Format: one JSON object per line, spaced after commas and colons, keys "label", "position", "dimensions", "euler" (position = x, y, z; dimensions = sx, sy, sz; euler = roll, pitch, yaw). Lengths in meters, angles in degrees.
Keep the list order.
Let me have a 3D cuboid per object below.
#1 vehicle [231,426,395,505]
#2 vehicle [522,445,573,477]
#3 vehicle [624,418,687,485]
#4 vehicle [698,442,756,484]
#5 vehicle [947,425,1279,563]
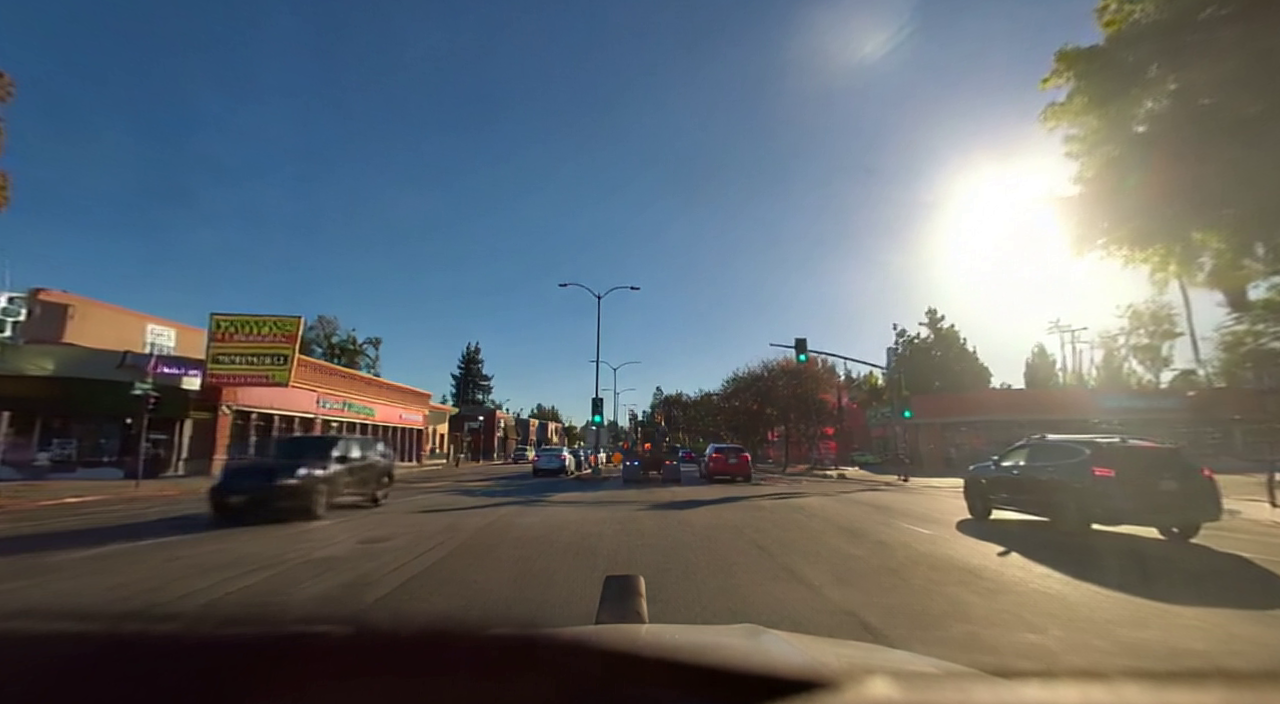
{"label": "vehicle", "position": [-8.712, 3.055, 17.387], "dimensions": [2.020, 1.864, 4.634], "euler": [0, -8, 0]}
{"label": "vehicle", "position": [-4.624, 5.513, 32.066], "dimensions": [2.001, 1.518, 4.316], "euler": [0, -8, -1]}
{"label": "vehicle", "position": [0.547, 4.502, 28.775], "dimensions": [2.566, 2.705, 6.350], "euler": [0, -8, -1]}
{"label": "vehicle", "position": [3.855, 4.990, 28.677], "dimensions": [2.025, 1.754, 4.311], "euler": [0, -9, 0]}
{"label": "vehicle", "position": [7.050, 2.092, 10.094], "dimensions": [1.982, 1.698, 4.408], "euler": [0, -8, 0]}
